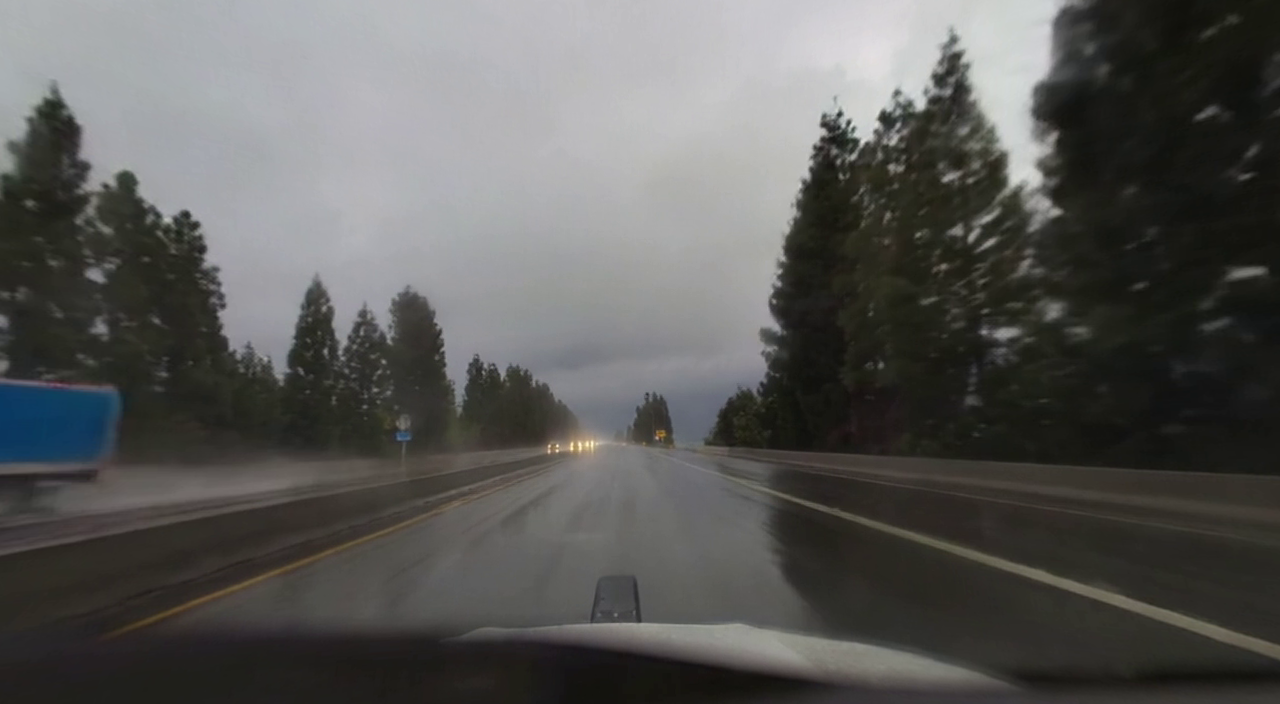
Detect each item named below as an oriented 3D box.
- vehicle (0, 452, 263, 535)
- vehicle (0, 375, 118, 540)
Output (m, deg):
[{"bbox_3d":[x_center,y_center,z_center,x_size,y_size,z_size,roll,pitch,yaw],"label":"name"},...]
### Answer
[{"bbox_3d":[-15.459,3.919,18.836,2.738,1.680,9.650,0,-8,-2],"label":"vehicle"},{"bbox_3d":[-15.262,1.984,11.545,2.767,3.576,10.408,0,-8,-2],"label":"vehicle"}]
